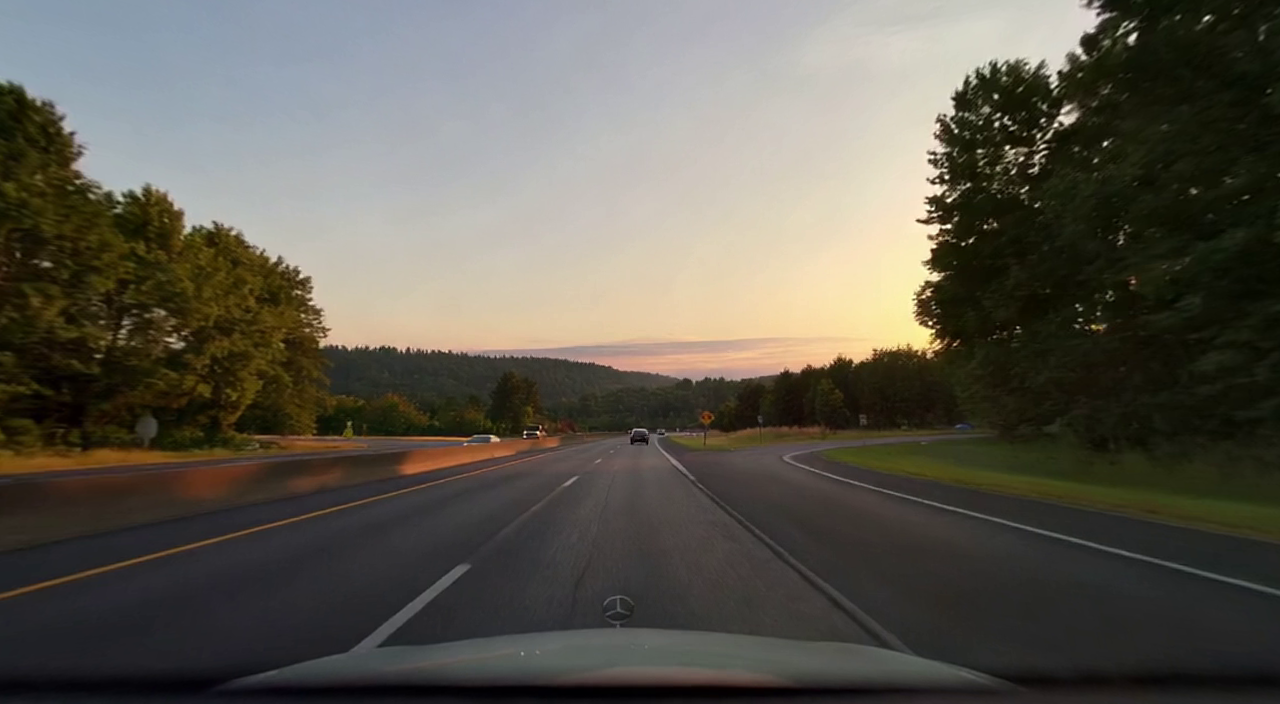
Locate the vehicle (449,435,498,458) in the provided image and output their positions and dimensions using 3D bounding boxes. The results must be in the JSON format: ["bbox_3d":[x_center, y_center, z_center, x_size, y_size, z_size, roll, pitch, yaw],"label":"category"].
[{"bbox_3d":[-10.720,6.093,40.851,1.832,1.366,4.633,0,-8,1],"label":"vehicle"}]
